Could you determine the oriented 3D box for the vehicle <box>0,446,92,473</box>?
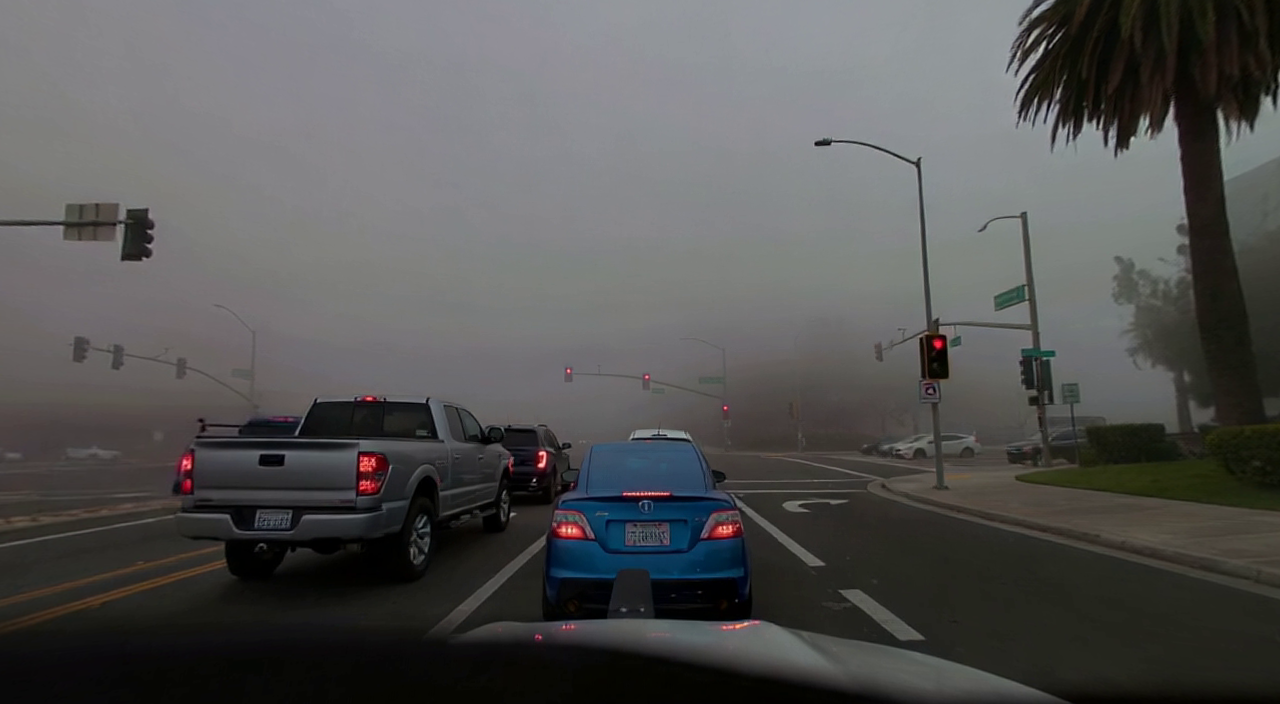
[{"bbox_3d":[-37.116,6.630,38.857,4.576,1.617,1.937,0,-8,2],"label":"vehicle"}]

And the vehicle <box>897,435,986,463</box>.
[{"bbox_3d":[18.804,6.078,39.292,4.466,1.717,1.963,0,-8,2],"label":"vehicle"}]

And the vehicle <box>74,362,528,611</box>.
[{"bbox_3d":[-3.233,1.480,7.907,2.330,1.969,5.626,-1,-8,3],"label":"vehicle"}]

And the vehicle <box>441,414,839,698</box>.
[{"bbox_3d":[0.028,1.401,5.506,2.122,1.501,4.152,0,-8,1],"label":"vehicle"}]
